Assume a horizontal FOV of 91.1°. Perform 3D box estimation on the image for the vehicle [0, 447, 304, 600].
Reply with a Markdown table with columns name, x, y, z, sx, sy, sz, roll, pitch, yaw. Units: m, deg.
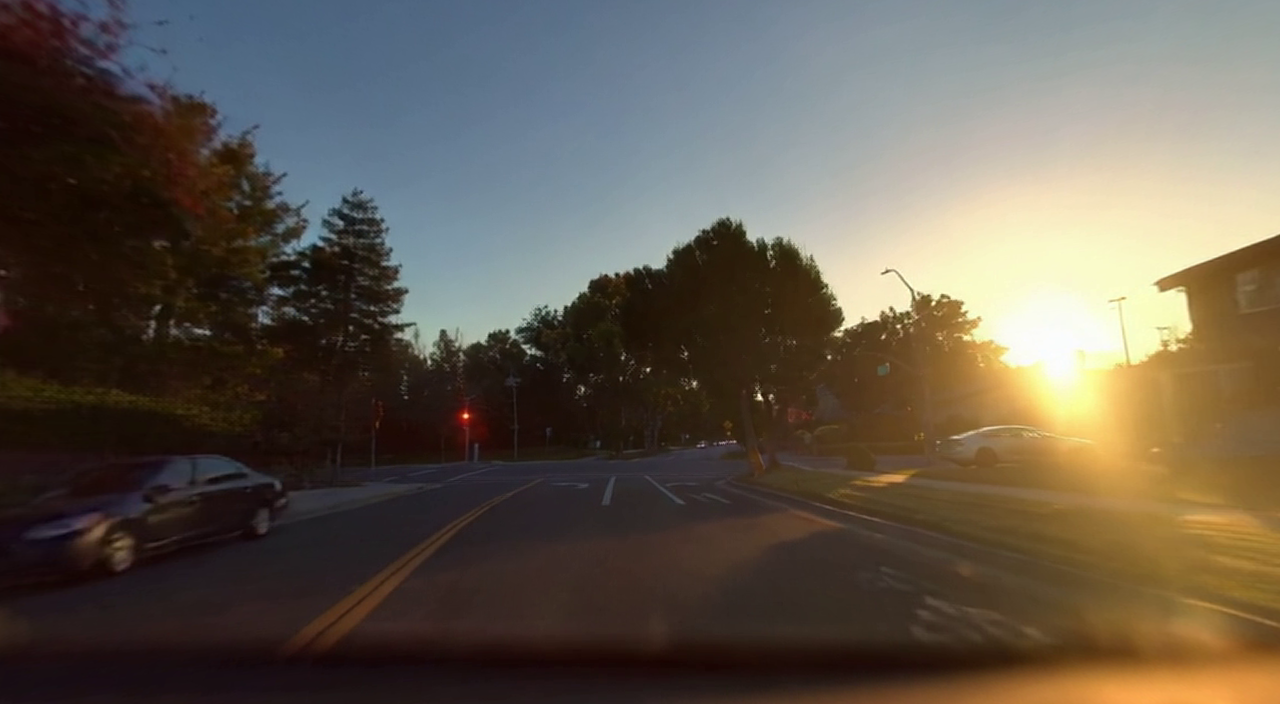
| name | x | y | z | sx | sy | sz | roll | pitch | yaw |
| --- | --- | --- | --- | --- | --- | --- | --- | --- | --- |
| vehicle | -6.763 | 2.162 | 8.776 | 2.033 | 1.456 | 4.370 | -4 | -8 | -5 |

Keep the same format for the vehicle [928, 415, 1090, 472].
| name | x | y | z | sx | sy | sz | roll | pitch | yaw |
| --- | --- | --- | --- | --- | --- | --- | --- | --- | --- |
| vehicle | 13.412 | 3.379 | 23.081 | 4.562 | 1.850 | 2.130 | 1 | -9 | 0 |
